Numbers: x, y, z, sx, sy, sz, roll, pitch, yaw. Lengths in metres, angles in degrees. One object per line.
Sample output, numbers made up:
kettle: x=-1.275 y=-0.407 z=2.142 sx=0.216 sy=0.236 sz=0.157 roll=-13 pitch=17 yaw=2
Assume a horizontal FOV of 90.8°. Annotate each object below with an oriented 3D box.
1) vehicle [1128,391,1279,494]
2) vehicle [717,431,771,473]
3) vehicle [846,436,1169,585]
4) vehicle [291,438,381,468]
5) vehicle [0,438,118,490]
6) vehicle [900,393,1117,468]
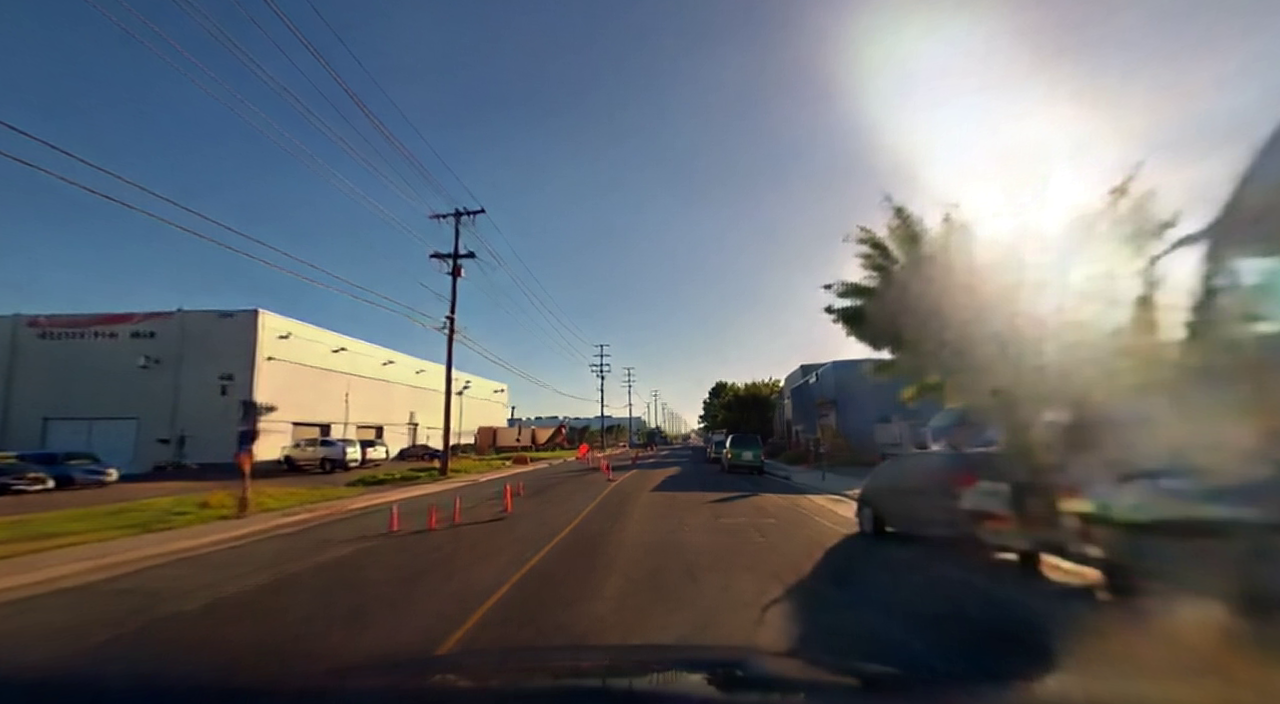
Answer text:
vehicle: x=11.460 y=1.593 z=10.953 sx=1.913 sy=1.672 sz=4.770 roll=2 pitch=-8 yaw=-5
vehicle: x=5.279 y=5.164 z=32.764 sx=2.010 sy=1.985 sz=5.124 roll=-1 pitch=-8 yaw=1
vehicle: x=4.559 y=1.968 z=8.747 sx=1.918 sy=1.543 sz=4.028 roll=0 pitch=-8 yaw=-2
vehicle: x=-17.942 y=5.964 z=37.644 sx=2.102 sy=1.628 sz=5.130 roll=-2 pitch=-8 yaw=10
vehicle: x=-23.270 y=4.264 z=24.251 sx=4.417 sy=1.867 sz=2.030 roll=1 pitch=-8 yaw=-6
vehicle: x=12.805 y=2.822 z=22.387 sx=6.092 sy=2.433 sz=2.196 roll=-1 pitch=-8 yaw=5
